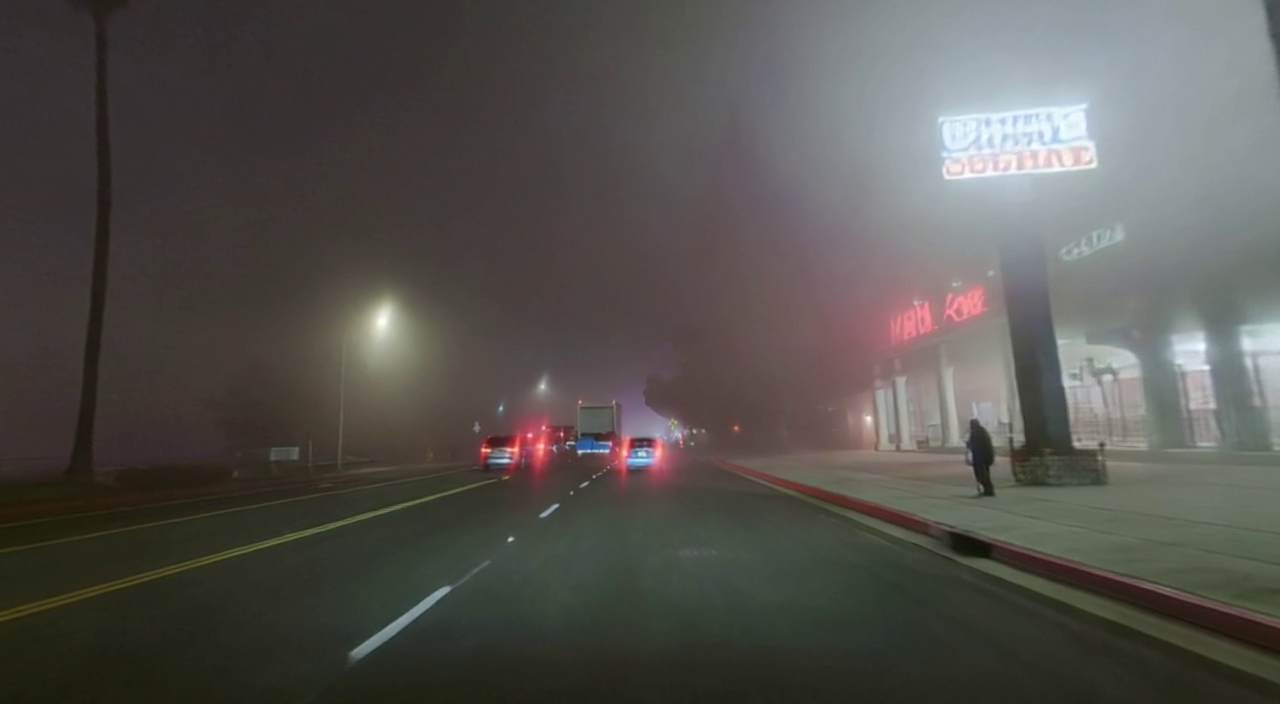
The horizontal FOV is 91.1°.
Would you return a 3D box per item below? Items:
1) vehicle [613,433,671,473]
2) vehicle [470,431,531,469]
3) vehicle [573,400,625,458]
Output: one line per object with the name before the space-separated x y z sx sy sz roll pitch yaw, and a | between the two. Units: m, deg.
vehicle | 0.114 4.103 25.613 2.144 1.514 4.063 0 -9 1
vehicle | -7.060 5.023 32.246 2.014 1.830 4.281 0 -9 2
vehicle | -2.966 6.163 48.945 2.992 3.949 11.815 0 -9 1
